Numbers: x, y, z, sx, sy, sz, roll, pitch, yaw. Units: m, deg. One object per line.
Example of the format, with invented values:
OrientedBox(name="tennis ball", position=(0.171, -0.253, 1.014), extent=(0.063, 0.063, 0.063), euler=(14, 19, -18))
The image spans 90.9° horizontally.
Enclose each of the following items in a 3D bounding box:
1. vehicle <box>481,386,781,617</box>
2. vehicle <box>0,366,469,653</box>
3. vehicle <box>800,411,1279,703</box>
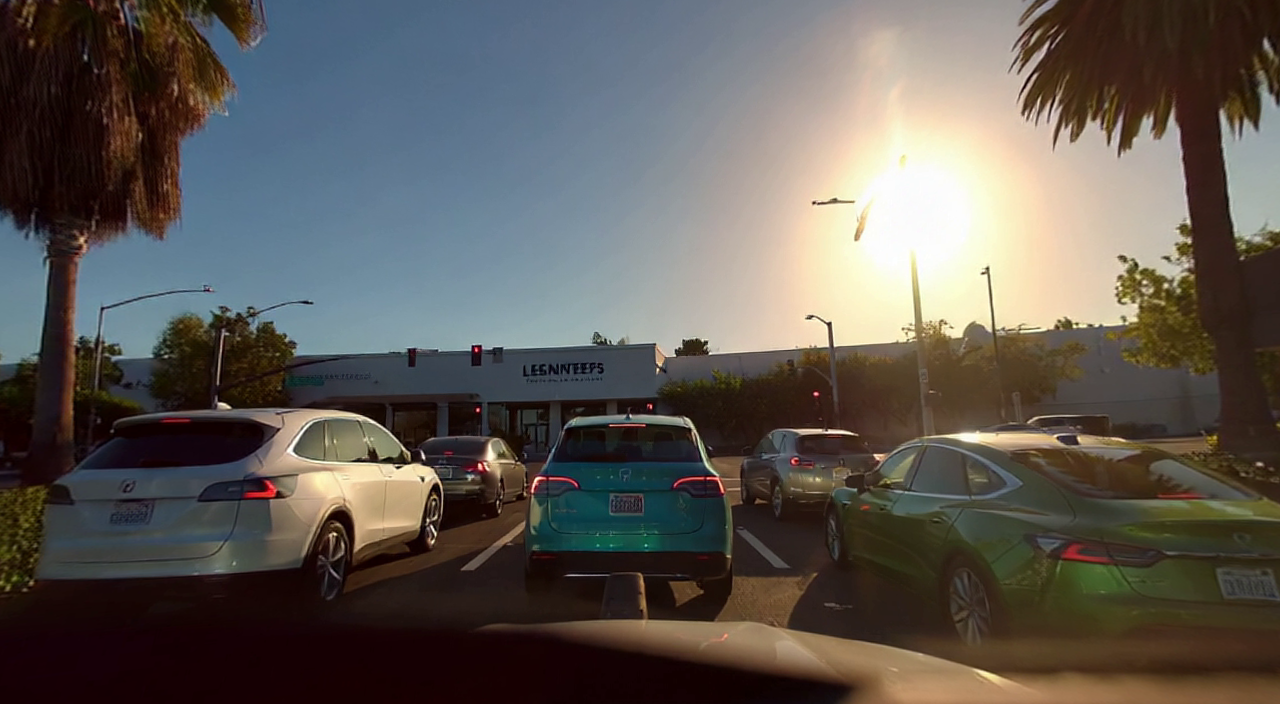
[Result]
OrientedBox(name="vehicle", position=(-0.127, 1.459, 7.064), extent=(2.280, 1.747, 4.361), euler=(0, -8, -2))
OrientedBox(name="vehicle", position=(-3.338, 1.282, 6.130), extent=(2.014, 1.755, 4.360), euler=(0, -8, 1))
OrientedBox(name="vehicle", position=(2.972, 1.368, 5.253), extent=(2.017, 1.491, 4.611), euler=(0, -8, -1))
